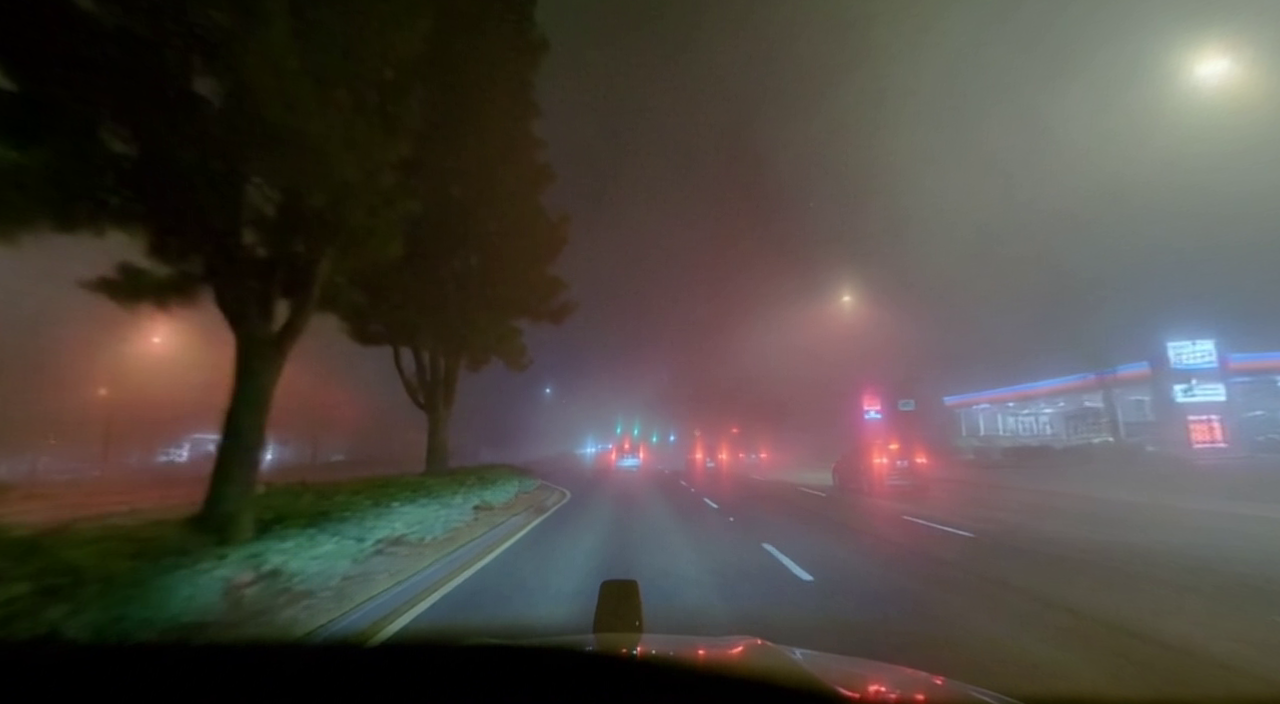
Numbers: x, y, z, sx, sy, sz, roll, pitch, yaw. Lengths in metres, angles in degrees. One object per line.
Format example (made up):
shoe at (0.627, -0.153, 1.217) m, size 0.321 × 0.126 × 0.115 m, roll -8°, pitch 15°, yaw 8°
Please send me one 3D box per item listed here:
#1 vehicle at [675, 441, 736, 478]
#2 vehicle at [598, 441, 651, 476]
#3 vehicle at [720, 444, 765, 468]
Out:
vehicle at (2.810, 4.746, 28.206) m, size 2.057 × 1.491 × 4.675 m, roll 0°, pitch -8°, yaw -2°
vehicle at (-0.680, 4.851, 28.981) m, size 2.242 × 1.474 × 4.127 m, roll 0°, pitch -8°, yaw -1°
vehicle at (6.505, 6.663, 40.654) m, size 2.068 × 1.393 × 3.874 m, roll 0°, pitch -8°, yaw -3°
